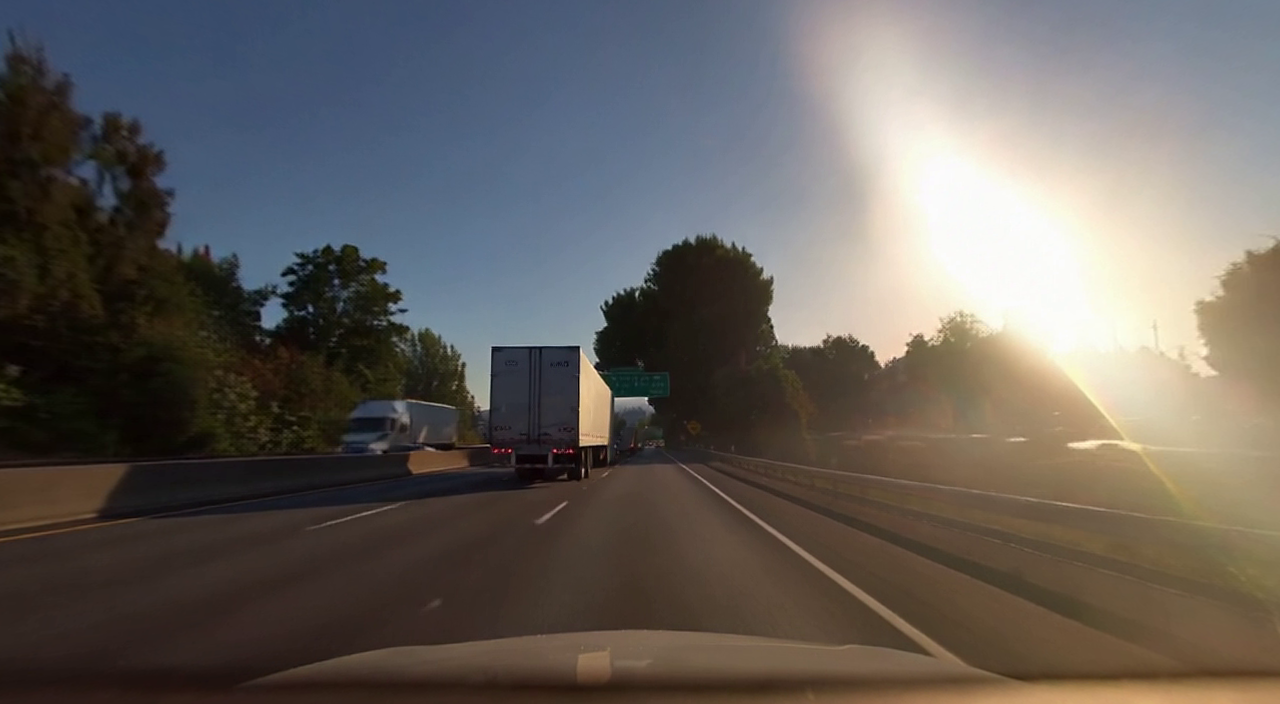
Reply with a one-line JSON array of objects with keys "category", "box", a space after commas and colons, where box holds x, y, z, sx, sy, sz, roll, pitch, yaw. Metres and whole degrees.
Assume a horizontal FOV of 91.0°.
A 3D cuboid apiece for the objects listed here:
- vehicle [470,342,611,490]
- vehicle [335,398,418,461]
[{"category": "vehicle", "box": [-3.033, 2.771, 24.386, 2.947, 4.051, 14.256, 0, -8, 1]}, {"category": "vehicle", "box": [-17.802, 5.349, 42.951, 2.973, 3.958, 5.603, 0, -8, 1]}]
